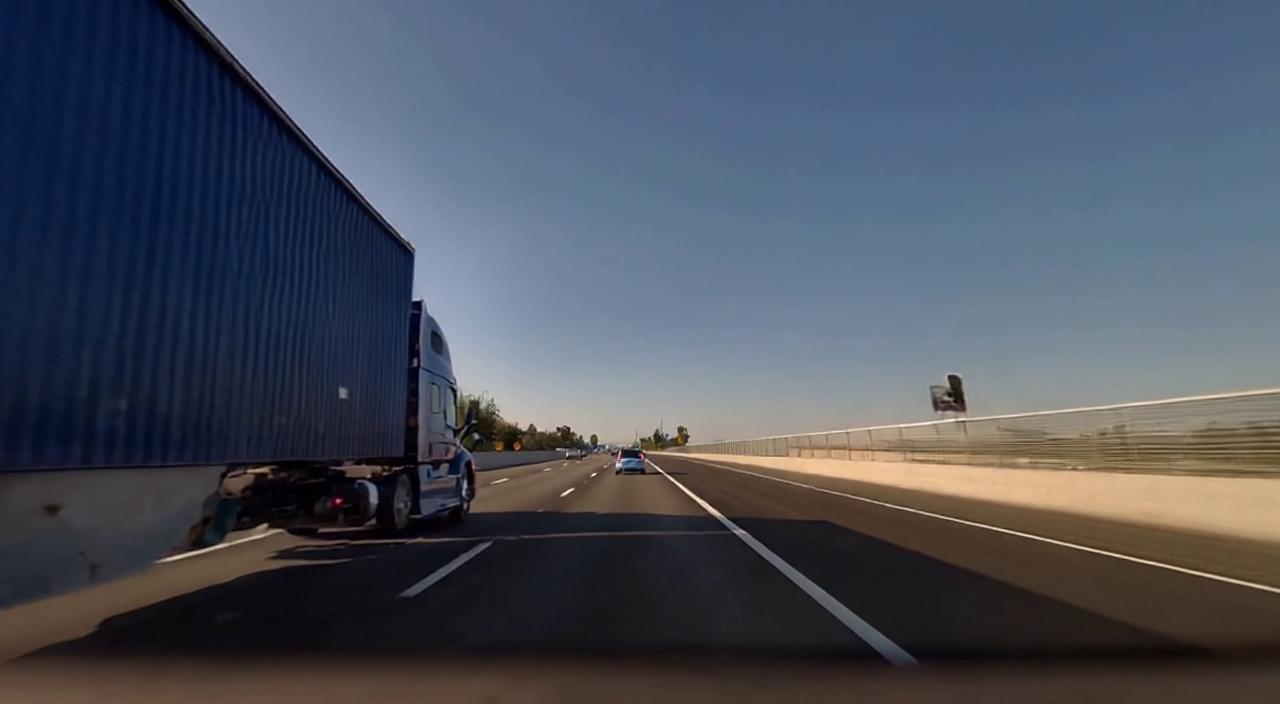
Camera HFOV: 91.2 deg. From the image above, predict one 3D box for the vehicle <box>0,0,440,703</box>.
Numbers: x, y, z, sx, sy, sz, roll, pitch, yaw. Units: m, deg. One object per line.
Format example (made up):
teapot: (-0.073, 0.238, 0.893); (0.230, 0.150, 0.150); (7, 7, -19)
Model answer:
vehicle: (-4.001, -0.453, 0.669); (2.914, 4.039, 14.493); (0, -9, 0)

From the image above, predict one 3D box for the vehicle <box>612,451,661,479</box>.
vehicle: (-0.231, 6.064, 34.041); (2.398, 1.336, 5.698); (0, -9, -1)
